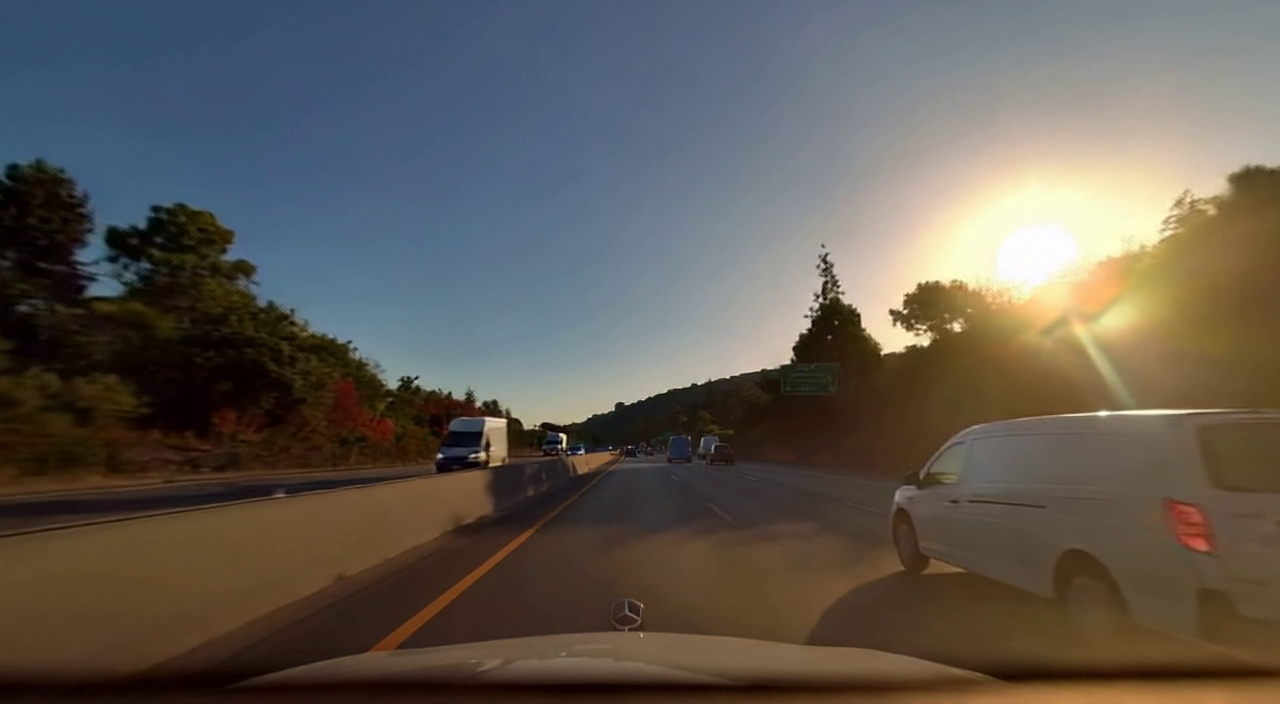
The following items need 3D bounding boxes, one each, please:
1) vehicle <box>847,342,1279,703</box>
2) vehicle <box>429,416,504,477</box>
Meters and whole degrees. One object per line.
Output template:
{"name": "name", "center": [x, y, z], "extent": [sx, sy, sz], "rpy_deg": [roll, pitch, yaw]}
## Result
{"name": "vehicle", "center": [3.456, 1.176, 4.904], "extent": [2.070, 1.751, 4.576], "rpy_deg": [0, -9, 0]}
{"name": "vehicle", "center": [-9.423, 5.253, 34.958], "extent": [2.365, 2.977, 6.633], "rpy_deg": [0, -9, -1]}
